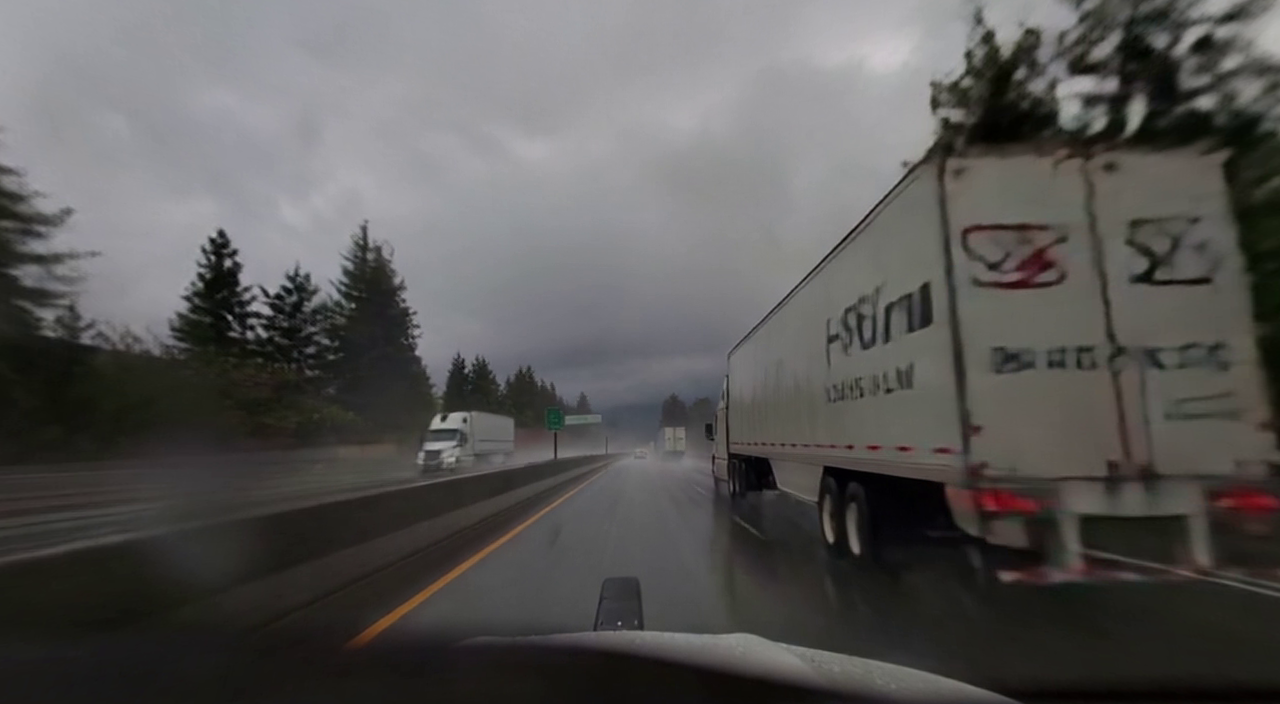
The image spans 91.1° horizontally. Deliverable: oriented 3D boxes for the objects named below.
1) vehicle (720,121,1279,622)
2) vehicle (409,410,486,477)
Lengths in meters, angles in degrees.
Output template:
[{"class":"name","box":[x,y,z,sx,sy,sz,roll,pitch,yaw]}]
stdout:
[{"class":"vehicle","box":[4.025,1.133,12.021,2.926,4.060,14.068,0,-9,-1]},{"class":"vehicle","box":[-12.333,5.986,40.968,3.006,3.972,5.785,0,-9,1]}]
